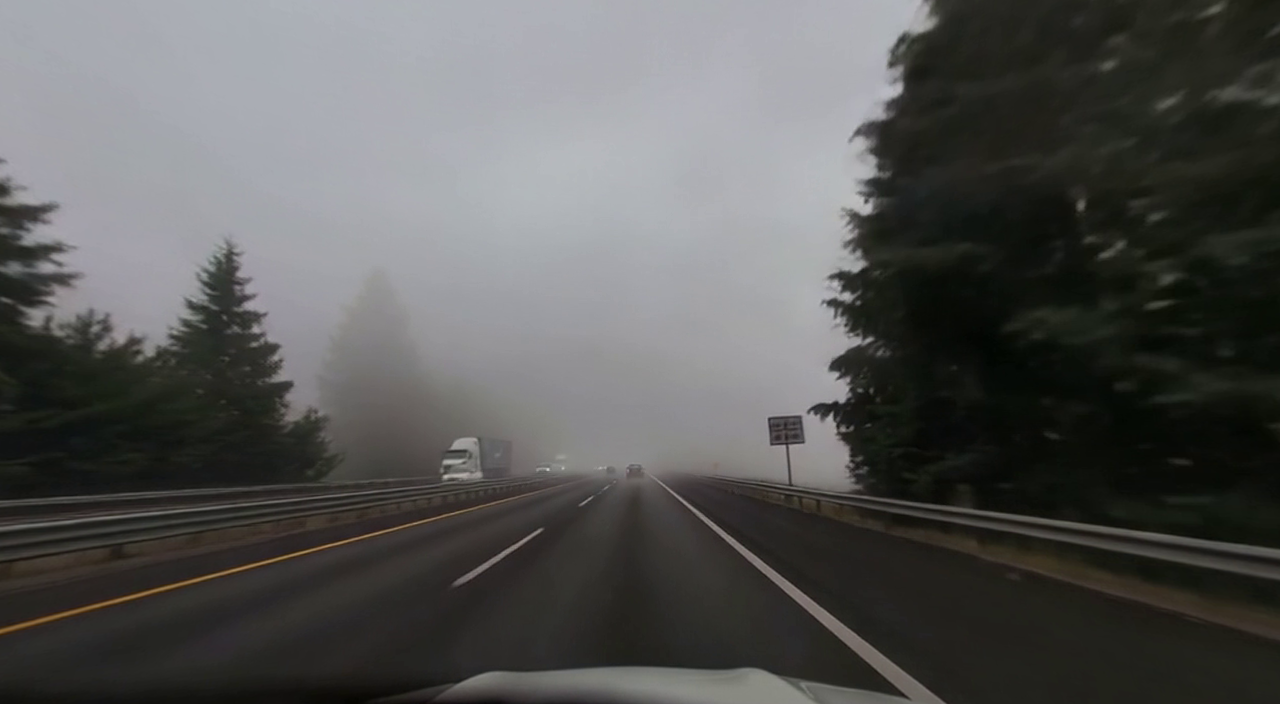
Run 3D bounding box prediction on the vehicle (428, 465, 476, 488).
[{"bbox_3d":[-12.186,8.100,41.043,1.961,1.374,3.513,0,-11,1],"label":"vehicle"}]
